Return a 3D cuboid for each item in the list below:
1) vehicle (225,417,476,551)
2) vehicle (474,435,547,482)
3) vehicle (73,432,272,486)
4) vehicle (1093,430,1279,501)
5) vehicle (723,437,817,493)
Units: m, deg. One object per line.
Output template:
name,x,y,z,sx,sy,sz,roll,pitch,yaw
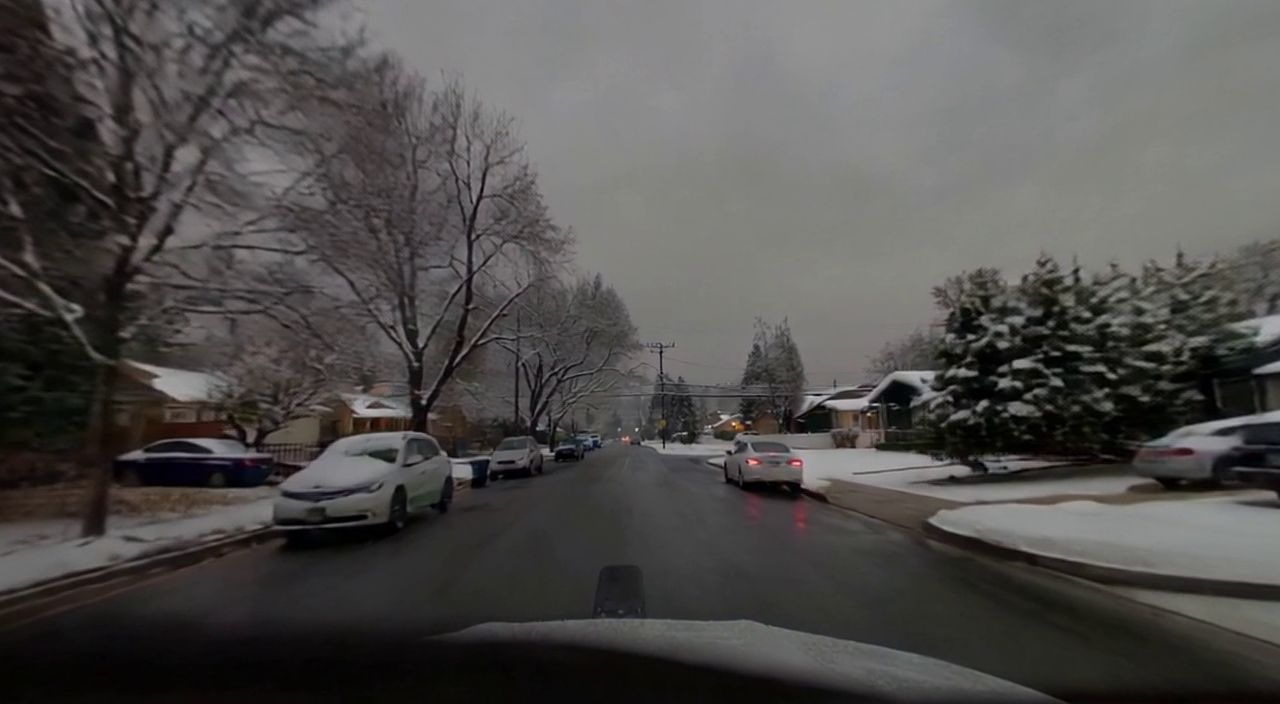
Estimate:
vehicle,-4.640,2.093,11.220,2.140,1.815,4.926,0,-6,0
vehicle,-4.970,4.120,24.884,1.887,1.660,4.312,0,-8,1
vehicle,-13.539,3.096,18.529,4.220,1.462,1.913,0,-8,-4
vehicle,12.010,2.224,12.592,4.655,1.282,1.716,0,-8,-2
vehicle,3.756,3.308,18.943,1.945,1.495,3.983,0,-8,0
